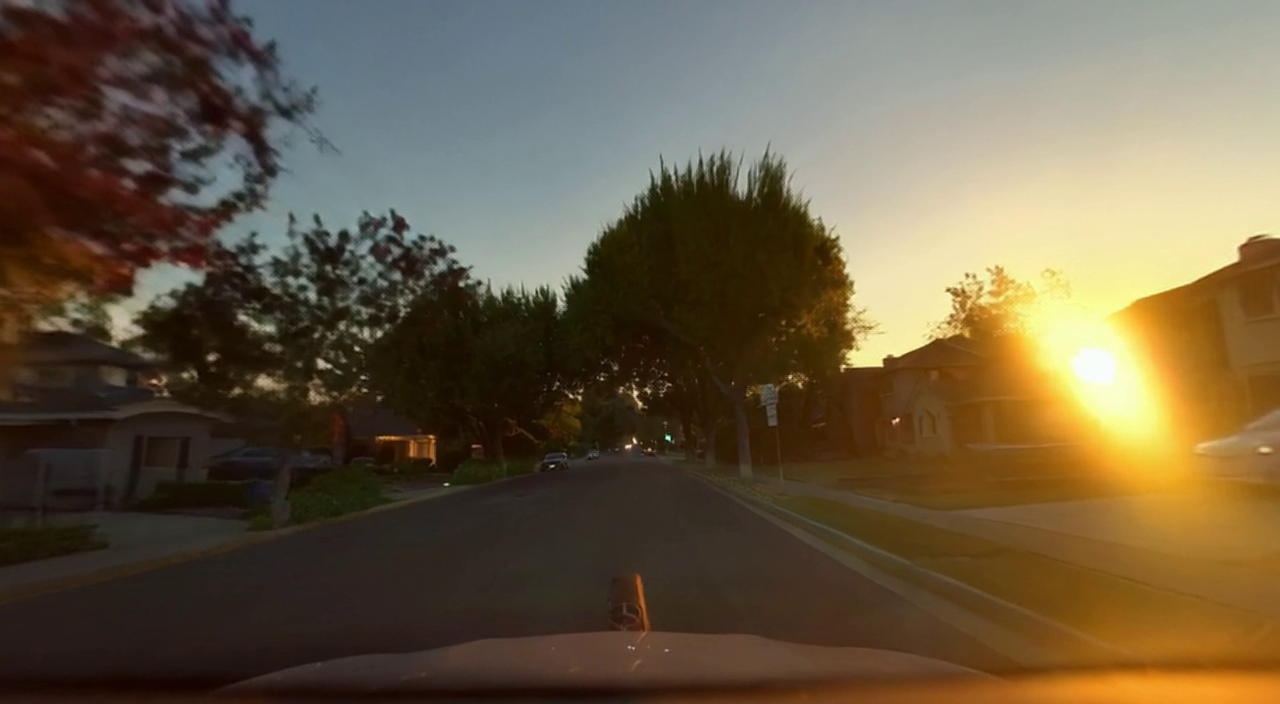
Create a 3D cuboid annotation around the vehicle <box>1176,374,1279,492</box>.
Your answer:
[{"bbox_3d":[11.297,1.047,9.245,4.894,1.616,1.965,-4,-9,2],"label":"vehicle"}]

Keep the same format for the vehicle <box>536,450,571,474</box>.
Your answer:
[{"bbox_3d":[-6.690,8.534,49.199,2.078,1.745,5.119,0,-9,-1],"label":"vehicle"}]
